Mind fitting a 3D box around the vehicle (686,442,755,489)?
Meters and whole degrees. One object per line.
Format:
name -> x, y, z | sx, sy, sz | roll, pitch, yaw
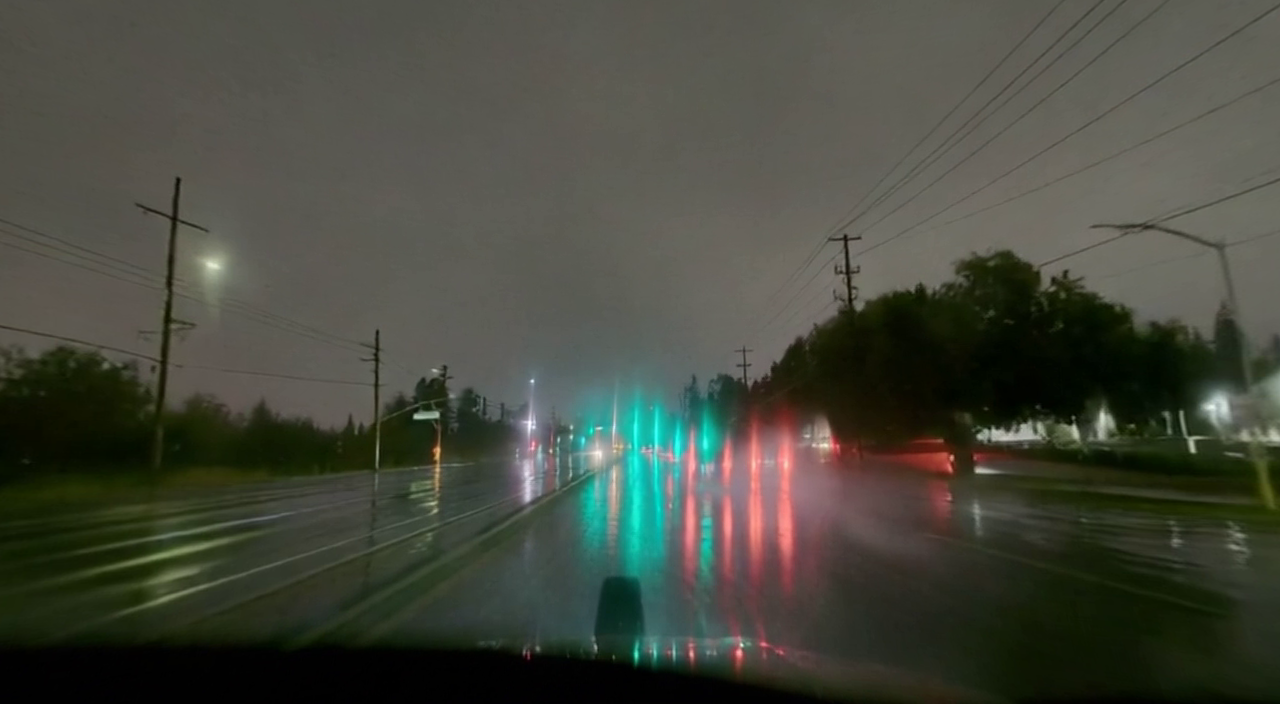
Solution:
vehicle -> 3.008, 4.329, 24.495 | 2.078, 1.668, 4.078 | 0, -8, -1
